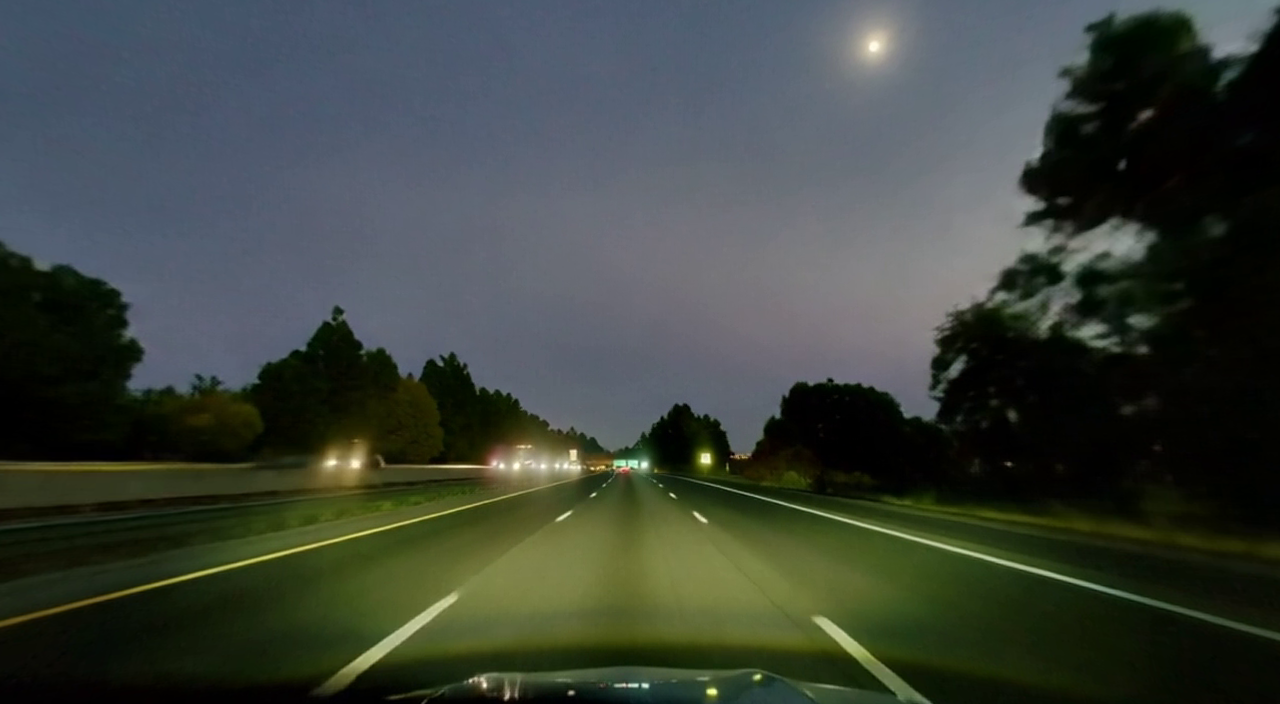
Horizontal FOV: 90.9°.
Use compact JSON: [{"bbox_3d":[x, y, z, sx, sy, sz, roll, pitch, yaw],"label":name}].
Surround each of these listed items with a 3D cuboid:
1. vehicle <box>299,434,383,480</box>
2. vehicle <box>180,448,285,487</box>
[{"bbox_3d":[-19.286,6.895,41.075,2.252,2.669,6.834,1,-10,-2],"label":"vehicle"},{"bbox_3d":[-16.388,4.680,25.560,1.855,1.412,3.502,1,-10,-1],"label":"vehicle"}]
